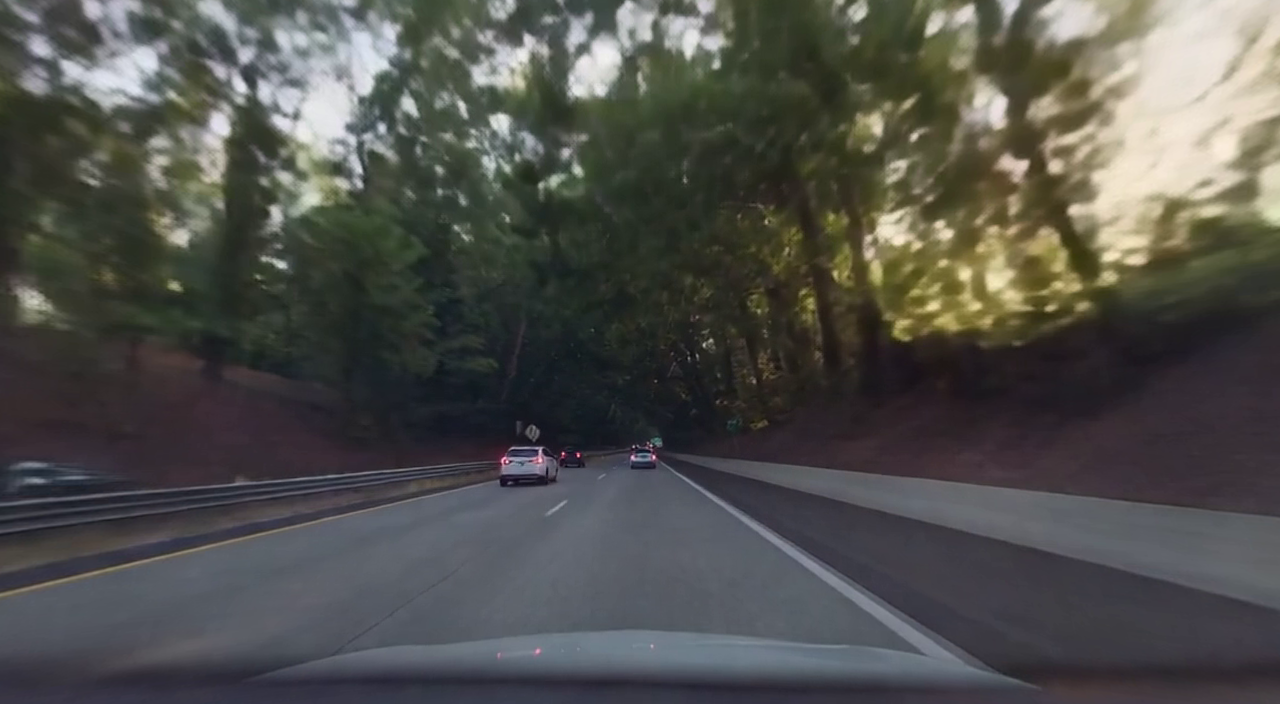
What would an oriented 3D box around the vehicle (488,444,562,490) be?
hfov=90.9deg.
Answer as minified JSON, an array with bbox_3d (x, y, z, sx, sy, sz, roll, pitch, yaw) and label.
[{"bbox_3d":[-4.127,4.201,23.311,1.978,1.538,3.755,0,-9,1],"label":"vehicle"}]

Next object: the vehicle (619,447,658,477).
[{"bbox_3d":[-0.081,5.948,34.282,2.001,1.490,3.914,0,-9,0],"label":"vehicle"}]

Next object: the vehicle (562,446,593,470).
[{"bbox_3d":[-4.505,7.689,45.690,1.834,1.615,3.624,0,-9,0],"label":"vehicle"}]
